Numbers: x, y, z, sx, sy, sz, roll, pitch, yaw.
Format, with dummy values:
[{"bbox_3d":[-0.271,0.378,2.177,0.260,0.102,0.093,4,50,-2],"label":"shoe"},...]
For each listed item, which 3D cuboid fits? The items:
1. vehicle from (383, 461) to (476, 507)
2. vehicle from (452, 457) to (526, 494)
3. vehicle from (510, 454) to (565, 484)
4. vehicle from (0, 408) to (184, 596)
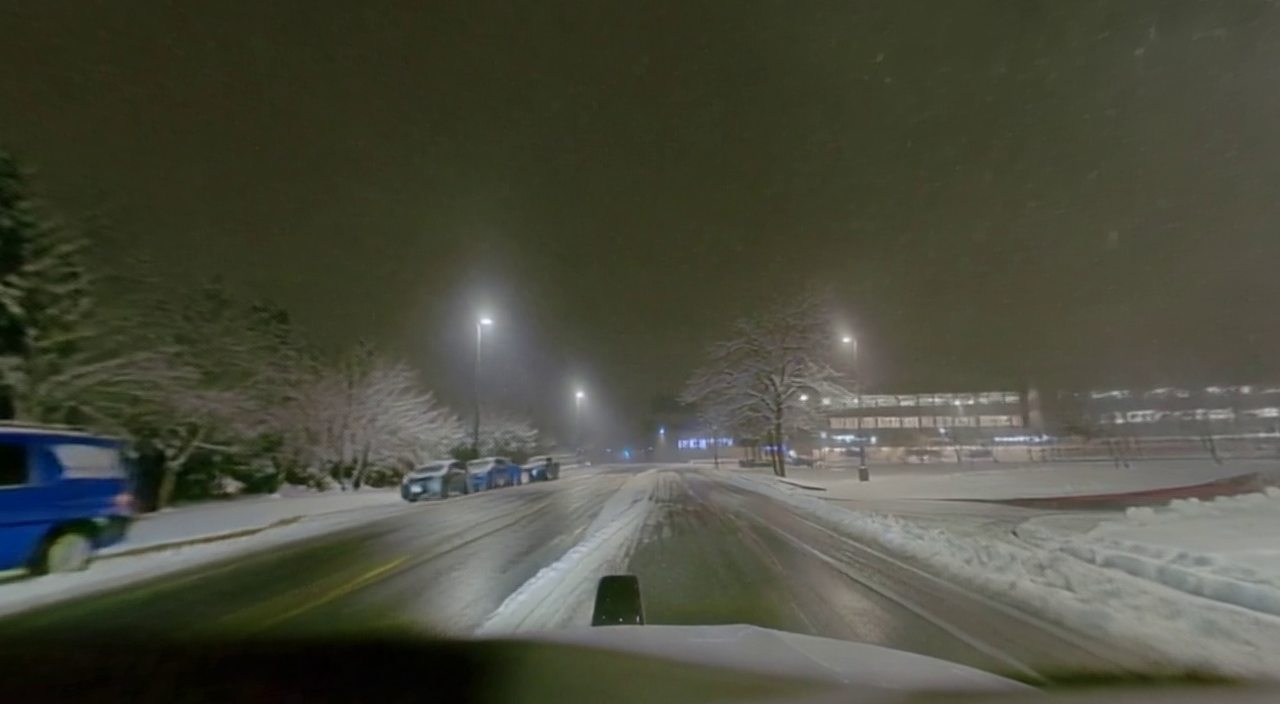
[{"bbox_3d":[-7.686,4.830,23.406,1.938,1.191,3.630,-7,-8,3],"label":"vehicle"},{"bbox_3d":[-6.929,5.719,29.602,2.038,1.525,4.383,0,-9,5],"label":"vehicle"},{"bbox_3d":[-6.407,7.367,39.996,2.360,1.741,4.912,0,-9,3],"label":"vehicle"},{"bbox_3d":[-8.798,1.756,7.410,2.433,2.193,5.547,0,-9,4],"label":"vehicle"}]
